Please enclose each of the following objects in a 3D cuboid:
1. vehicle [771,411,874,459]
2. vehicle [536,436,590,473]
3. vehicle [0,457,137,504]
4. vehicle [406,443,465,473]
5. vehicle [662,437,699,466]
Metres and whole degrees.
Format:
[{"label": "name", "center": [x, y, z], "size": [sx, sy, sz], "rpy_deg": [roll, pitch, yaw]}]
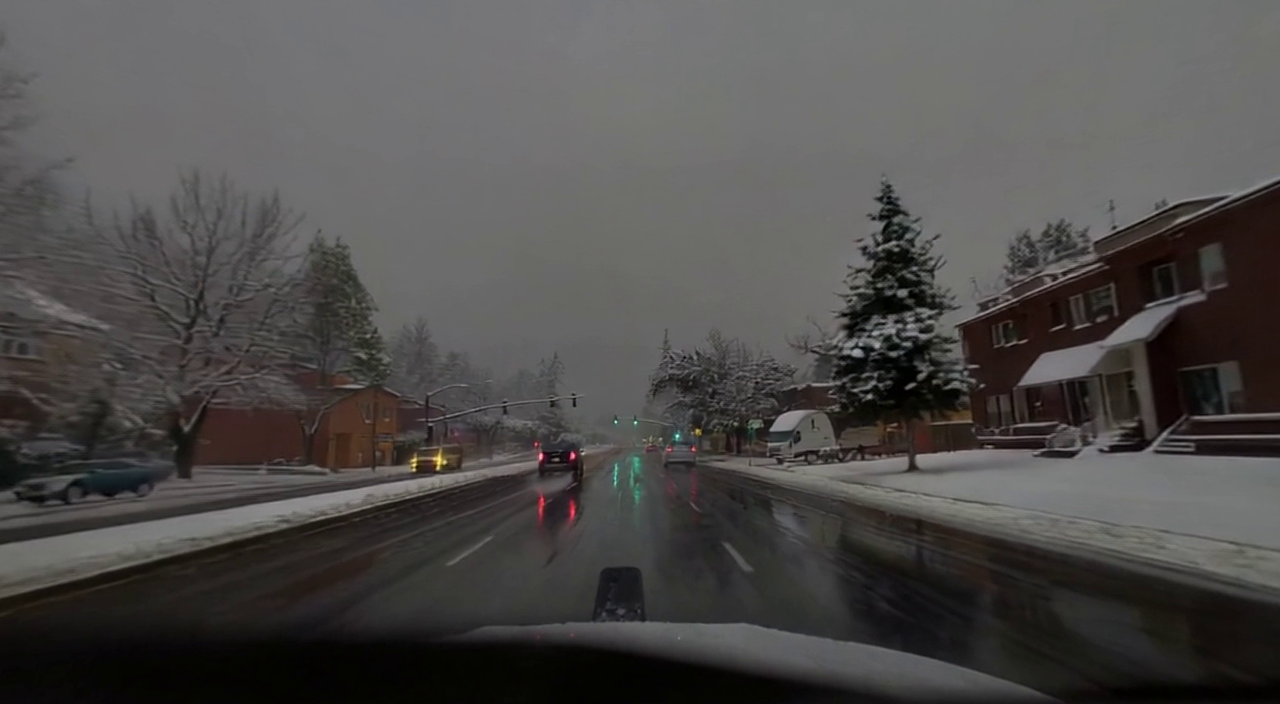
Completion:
[{"label": "vehicle", "center": [14.203, 6.523, 49.551], "size": [7.138, 3.555, 2.719], "rpy_deg": [1, -9, -3]}, {"label": "vehicle", "center": [-3.702, 5.017, 31.026], "size": [2.083, 1.685, 4.069], "rpy_deg": [0, -8, 1]}, {"label": "vehicle", "center": [-22.688, 5.024, 25.026], "size": [1.918, 1.586, 4.366], "rpy_deg": [0, -8, 0]}, {"label": "vehicle", "center": [-12.128, 6.276, 37.731], "size": [2.064, 1.657, 4.305], "rpy_deg": [0, -8, 0]}, {"label": "vehicle", "center": [2.496, 6.274, 40.002], "size": [2.018, 1.719, 4.369], "rpy_deg": [0, -8, -1]}]
